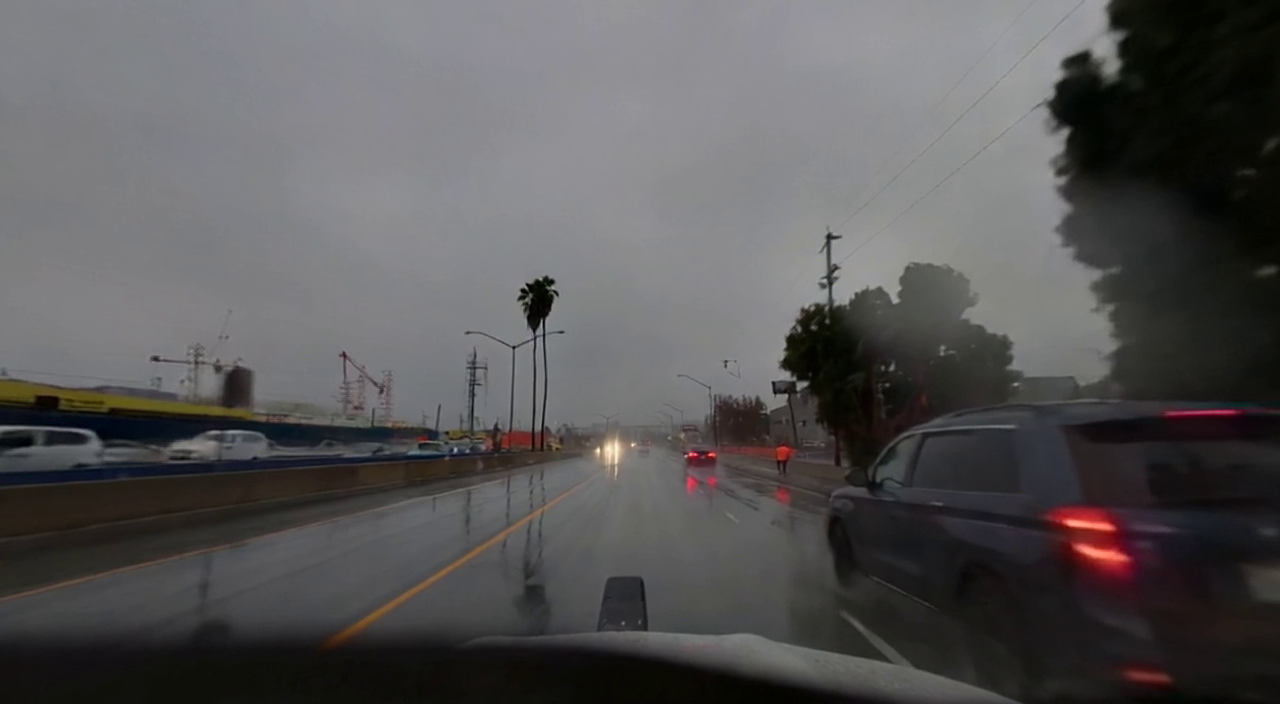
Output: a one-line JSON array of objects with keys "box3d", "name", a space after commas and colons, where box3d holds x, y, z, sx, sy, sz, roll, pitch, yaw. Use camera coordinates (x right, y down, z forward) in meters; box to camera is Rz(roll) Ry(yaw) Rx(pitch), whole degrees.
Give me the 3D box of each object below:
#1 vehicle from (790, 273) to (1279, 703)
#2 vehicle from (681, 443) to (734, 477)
[{"box3d": [3.059, 1.092, 4.956, 2.386, 1.970, 5.665, 0, -8, 1], "name": "vehicle"}, {"box3d": [3.312, 5.370, 31.670, 2.148, 1.562, 4.642, 0, -8, 0], "name": "vehicle"}]
